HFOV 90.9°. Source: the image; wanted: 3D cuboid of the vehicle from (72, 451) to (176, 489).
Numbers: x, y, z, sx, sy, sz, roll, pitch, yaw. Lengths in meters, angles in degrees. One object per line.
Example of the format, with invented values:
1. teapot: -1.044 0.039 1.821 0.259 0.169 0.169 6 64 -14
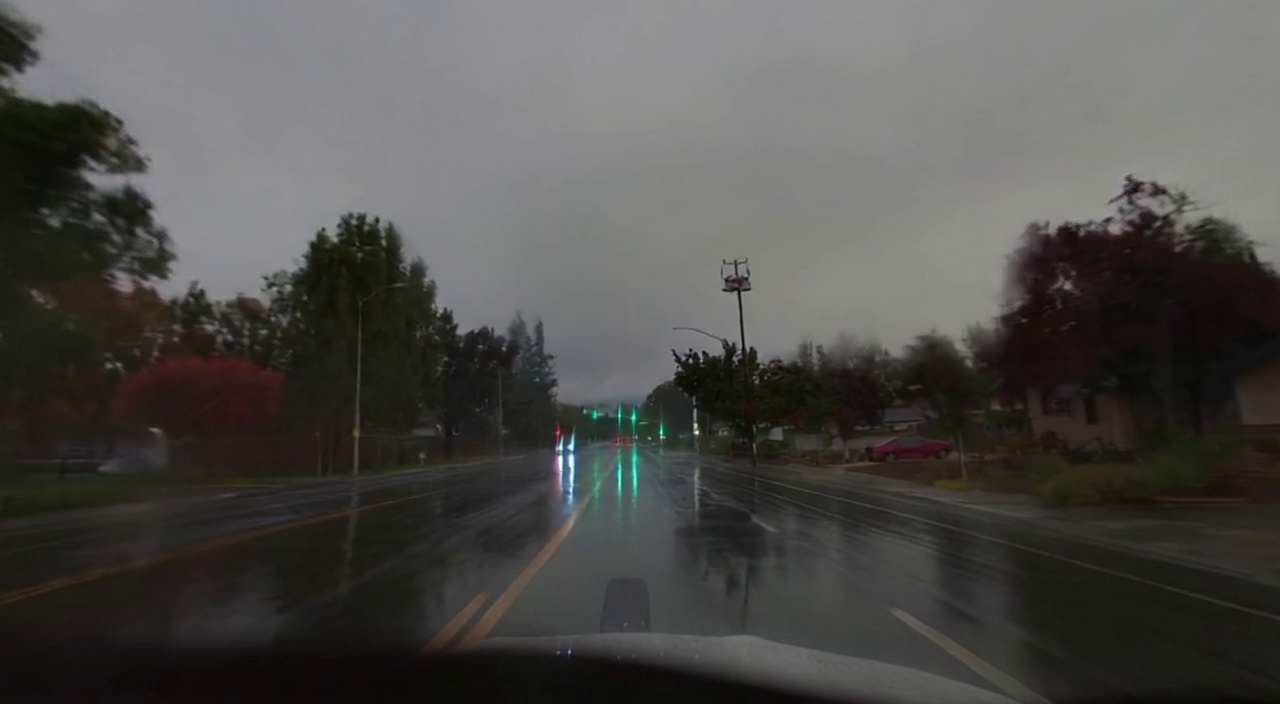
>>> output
1. vehicle: -25.035 5.722 30.809 1.958 1.668 4.701 3 -10 -13

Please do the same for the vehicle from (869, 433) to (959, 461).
1. vehicle: 14.661 5.145 33.994 4.253 1.397 1.717 -3 -9 18
